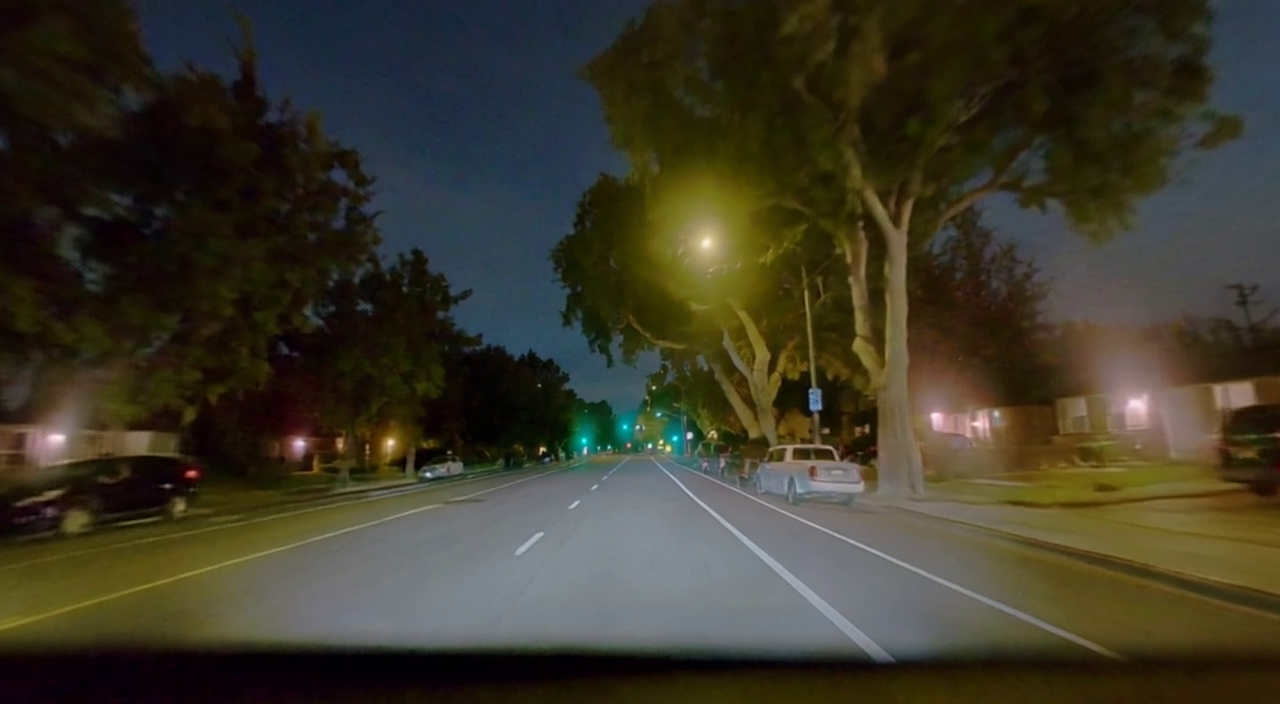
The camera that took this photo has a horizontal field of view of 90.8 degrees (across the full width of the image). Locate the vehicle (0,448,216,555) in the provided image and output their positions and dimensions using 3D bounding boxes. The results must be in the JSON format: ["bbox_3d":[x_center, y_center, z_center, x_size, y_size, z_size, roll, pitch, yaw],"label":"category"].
[{"bbox_3d":[-10.921,2.771,12.522,2.091,1.717,4.392,0,-9,-3],"label":"vehicle"}]

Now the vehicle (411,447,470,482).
[{"bbox_3d":[-10.909,6.225,34.884,1.964,1.667,4.217,-3,-10,-1],"label":"vehicle"}]

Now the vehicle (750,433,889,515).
[{"bbox_3d":[4.072,2.844,15.192,2.007,1.657,4.362,0,-9,-1],"label":"vehicle"}]

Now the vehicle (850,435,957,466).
[{"bbox_3d":[12.420,4.659,29.950,4.285,1.434,1.740,0,-9,0],"label":"vehicle"}]

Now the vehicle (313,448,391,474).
[{"bbox_3d":[-19.916,7.535,43.831,4.359,1.727,2.029,0,-9,-2],"label":"vehicle"}]
